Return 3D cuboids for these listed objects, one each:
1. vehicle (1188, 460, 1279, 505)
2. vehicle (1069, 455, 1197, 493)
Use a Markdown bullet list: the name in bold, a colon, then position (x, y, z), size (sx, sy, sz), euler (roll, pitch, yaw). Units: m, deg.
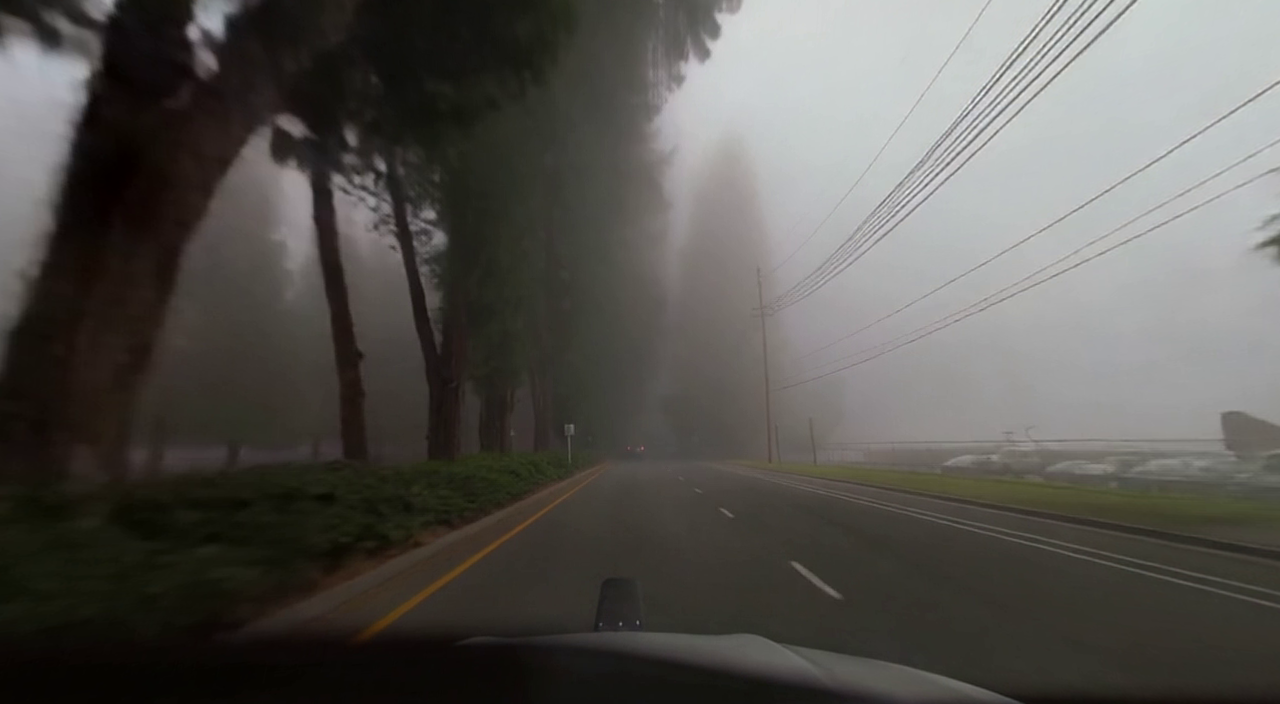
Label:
- **vehicle**: position (24.040, 4.962, 24.232), size (4.271, 1.542, 1.887), euler (0, -8, -3)
- **vehicle**: position (23.787, 5.898, 30.624), size (4.519, 1.658, 1.911), euler (-1, -8, 0)
